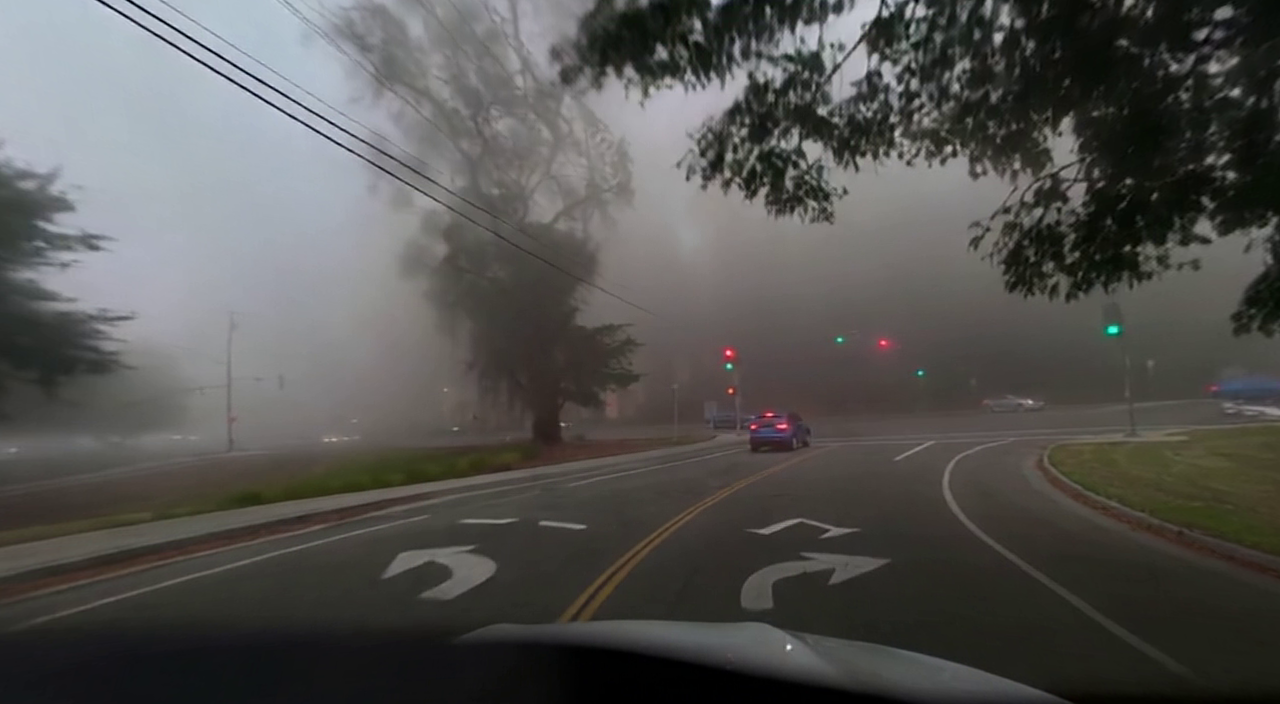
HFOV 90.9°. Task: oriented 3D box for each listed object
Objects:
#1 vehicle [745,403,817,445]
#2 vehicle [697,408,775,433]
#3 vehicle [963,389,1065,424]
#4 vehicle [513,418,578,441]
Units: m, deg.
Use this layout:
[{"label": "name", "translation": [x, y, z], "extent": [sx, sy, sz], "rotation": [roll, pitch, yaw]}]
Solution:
[{"label": "vehicle", "translation": [6.421, 3.322, 28.318], "extent": [1.928, 1.726, 4.704], "rotation": [-5, -10, 28]}, {"label": "vehicle", "translation": [6.454, 4.595, 42.327], "extent": [4.757, 1.442, 1.858], "rotation": [-5, -5, 27]}, {"label": "vehicle", "translation": [20.647, 3.033, 35.045], "extent": [4.636, 1.668, 1.935], "rotation": [-5, -6, 28]}, {"label": "vehicle", "translation": [-7.315, 5.998, 48.792], "extent": [4.610, 1.476, 2.021], "rotation": [-4, -2, 26]}]
